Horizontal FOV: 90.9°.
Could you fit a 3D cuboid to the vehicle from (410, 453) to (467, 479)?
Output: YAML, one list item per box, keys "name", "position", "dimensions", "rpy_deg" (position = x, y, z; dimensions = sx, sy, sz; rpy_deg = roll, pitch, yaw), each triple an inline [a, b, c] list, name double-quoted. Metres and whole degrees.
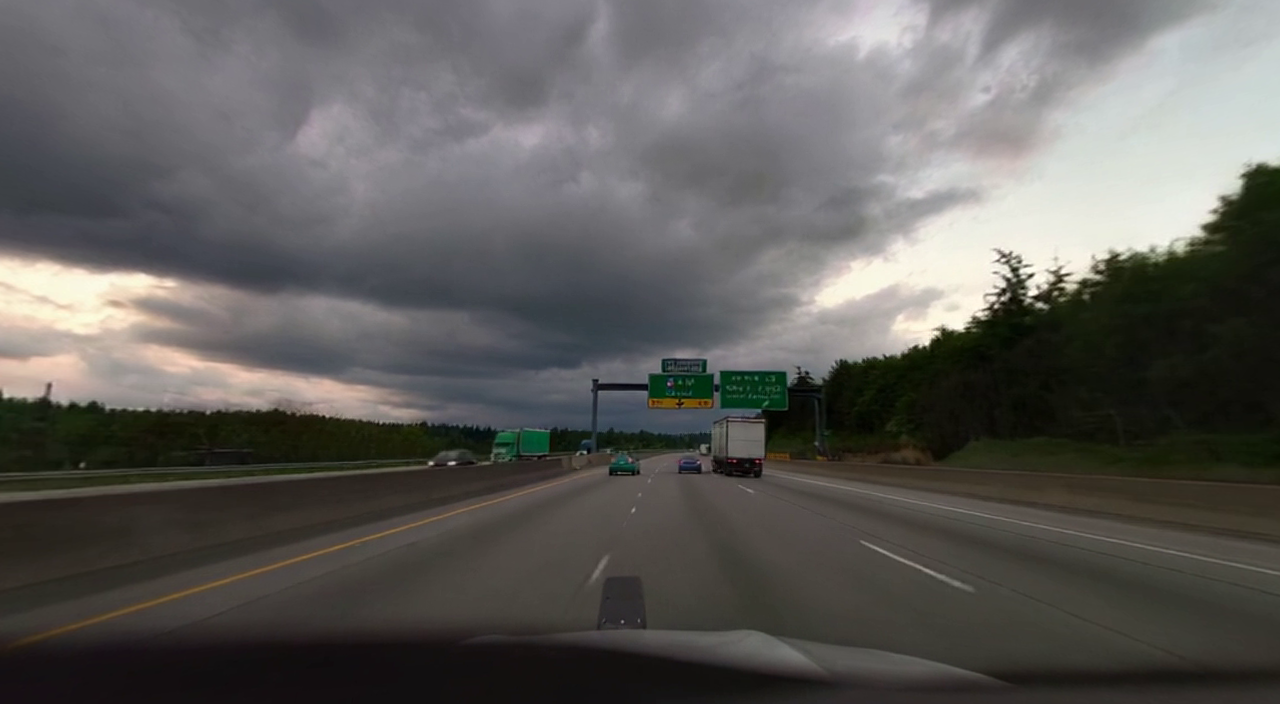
- name: "vehicle"
  position: [-12.319, 6.998, 38.804]
  dimensions: [1.901, 1.472, 4.374]
  rpy_deg: [0, -9, 2]

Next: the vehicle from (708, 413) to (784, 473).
- name: "vehicle"
  position: [7.737, 7.156, 49.048]
  dimensions: [3.476, 3.855, 16.742]
  rpy_deg: [0, -9, 2]

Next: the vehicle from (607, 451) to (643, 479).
- name: "vehicle"
  position: [-0.808, 6.663, 37.453]
  dimensions: [1.960, 1.579, 4.384]
  rpy_deg: [0, -9, 1]

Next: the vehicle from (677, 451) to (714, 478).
- name: "vehicle"
  position: [3.304, 6.837, 38.408]
  dimensions: [1.957, 1.541, 4.099]
  rpy_deg: [0, -9, 1]
